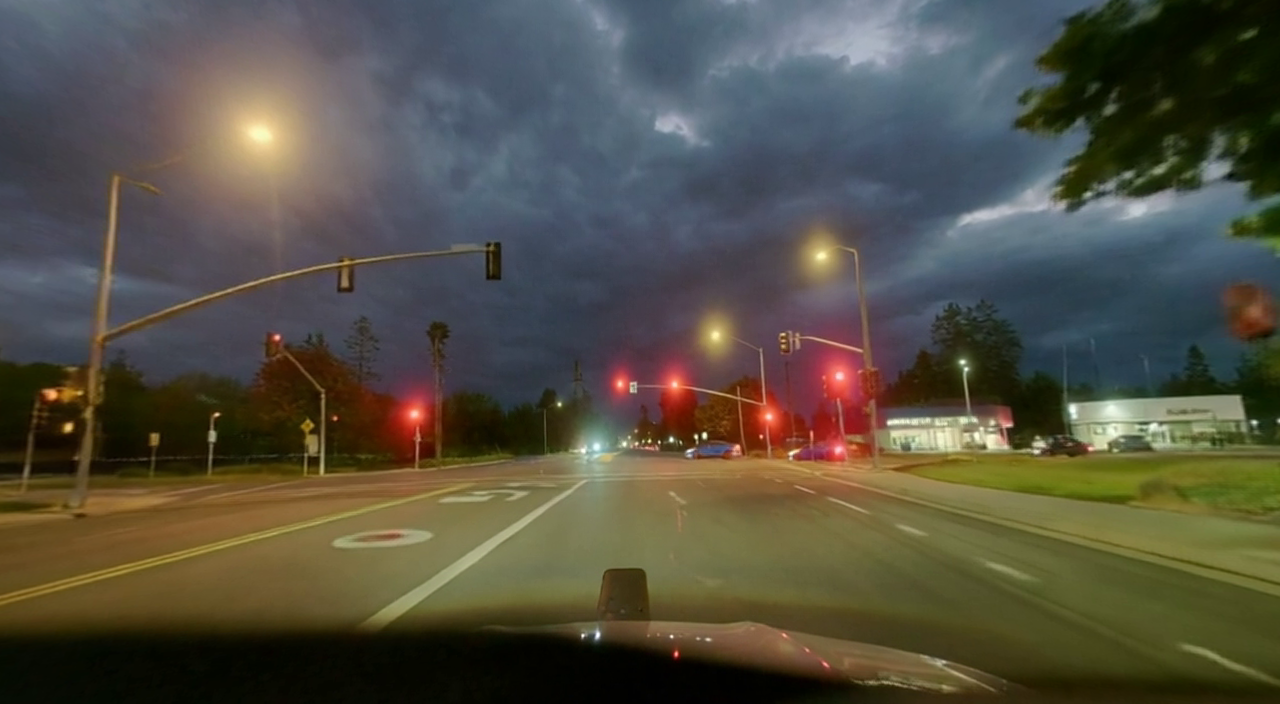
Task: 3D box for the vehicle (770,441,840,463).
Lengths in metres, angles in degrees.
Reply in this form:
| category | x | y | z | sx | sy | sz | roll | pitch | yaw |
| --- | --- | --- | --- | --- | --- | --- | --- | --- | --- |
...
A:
| category | x | y | z | sx | sy | sz | roll | pitch | yaw |
| --- | --- | --- | --- | --- | --- | --- | --- | --- | --- |
| vehicle | 11.785 | 7.155 | 45.129 | 4.528 | 1.482 | 1.864 | 3 | -9 | -19 |
